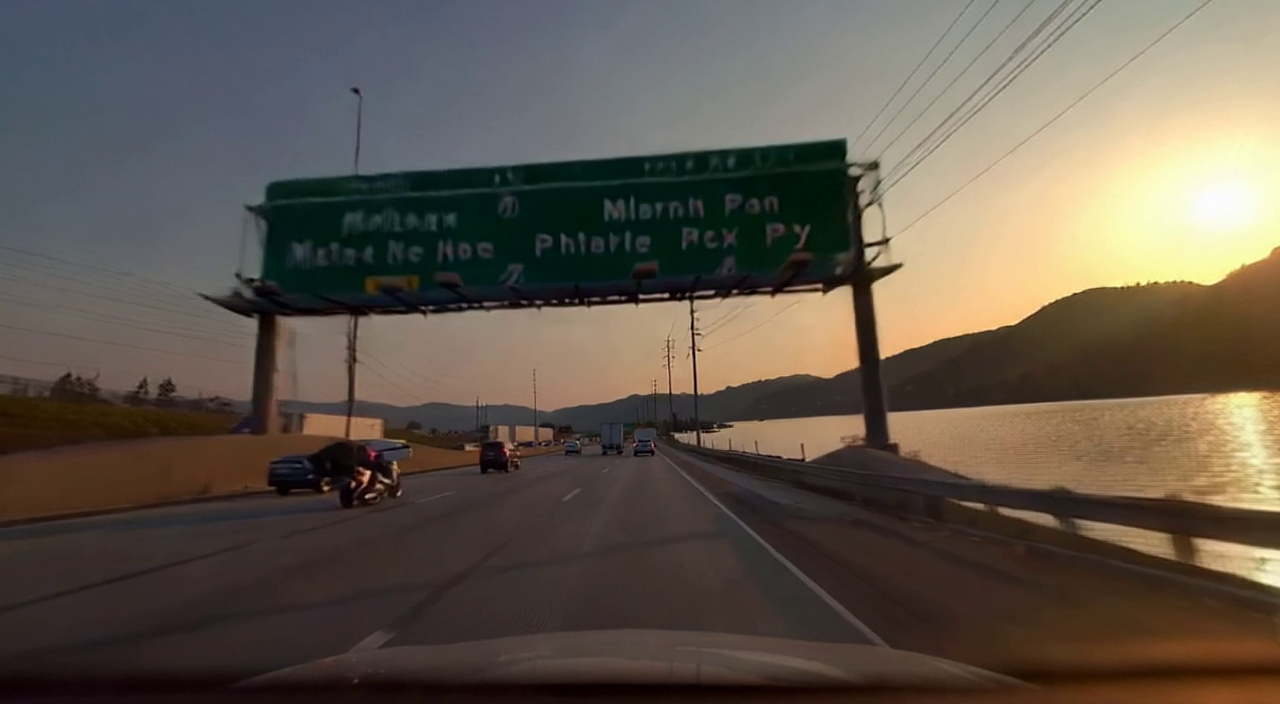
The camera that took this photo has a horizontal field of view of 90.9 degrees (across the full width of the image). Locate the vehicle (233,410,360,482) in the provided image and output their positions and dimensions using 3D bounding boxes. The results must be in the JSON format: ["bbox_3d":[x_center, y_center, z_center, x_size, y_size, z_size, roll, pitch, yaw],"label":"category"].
[{"bbox_3d":[-20.737,5.774,38.846,2.897,3.919,8.383,0,-8,1],"label":"vehicle"}]

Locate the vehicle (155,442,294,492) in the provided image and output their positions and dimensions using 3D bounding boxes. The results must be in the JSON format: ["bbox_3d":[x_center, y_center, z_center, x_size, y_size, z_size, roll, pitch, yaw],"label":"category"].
[{"bbox_3d":[-17.091,4.696,26.358,2.205,1.847,5.210,0,-8,1],"label":"vehicle"}]
